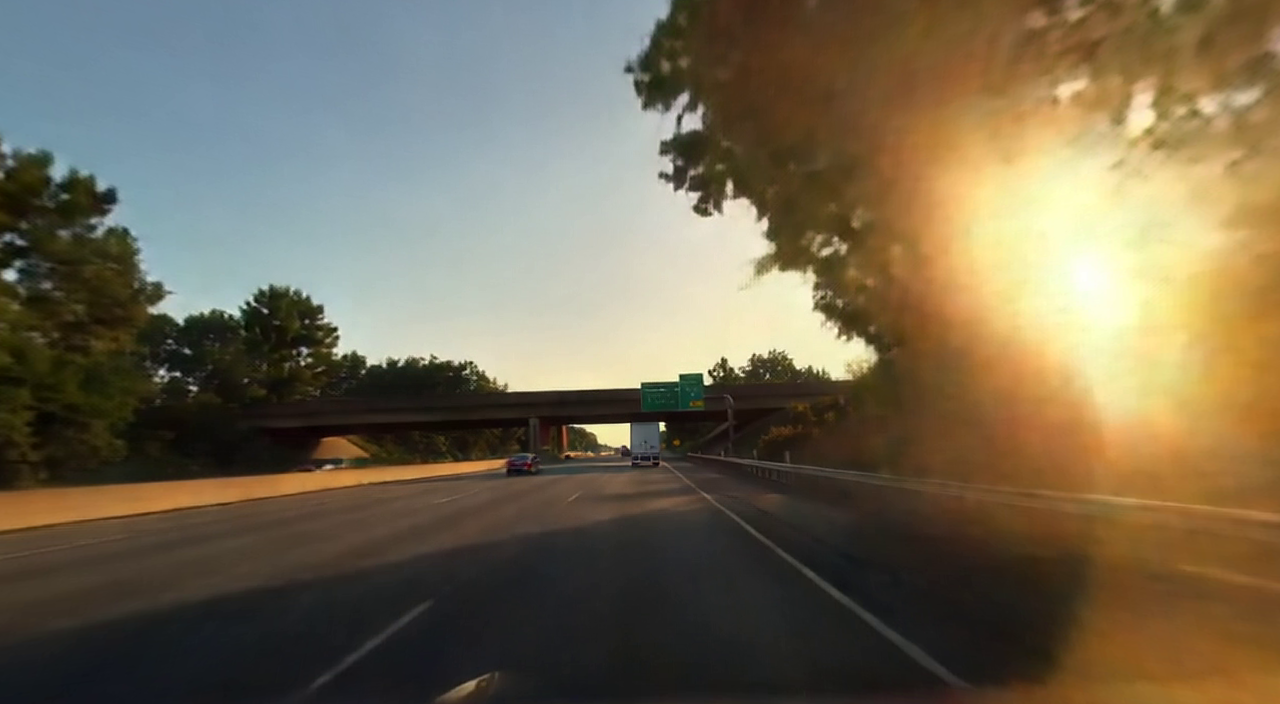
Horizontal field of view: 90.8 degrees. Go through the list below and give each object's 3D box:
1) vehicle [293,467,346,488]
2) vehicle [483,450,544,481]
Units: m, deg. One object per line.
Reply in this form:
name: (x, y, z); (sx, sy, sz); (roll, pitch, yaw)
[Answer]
vehicle: (-24.320, 9.522, 48.042); (1.665, 1.434, 4.369); (0, -9, 2)
vehicle: (-6.363, 5.753, 32.248); (1.953, 1.452, 4.711); (-1, -9, 3)
